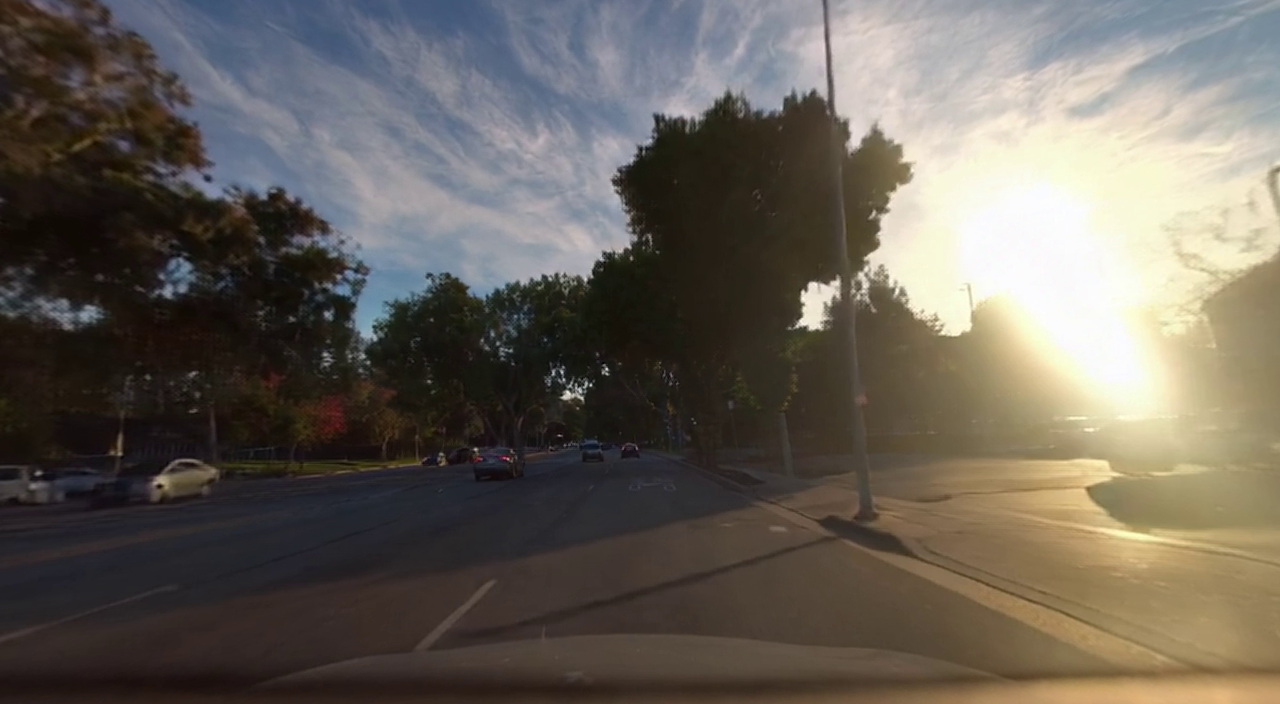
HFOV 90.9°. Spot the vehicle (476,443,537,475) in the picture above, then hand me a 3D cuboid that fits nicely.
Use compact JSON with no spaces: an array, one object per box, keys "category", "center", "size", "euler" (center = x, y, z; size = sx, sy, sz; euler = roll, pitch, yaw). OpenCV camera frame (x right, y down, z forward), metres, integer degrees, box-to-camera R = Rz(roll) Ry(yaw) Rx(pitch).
[{"category":"vehicle","center":[-6.439,5.209,30.895],"size":[2.072,1.427,4.328],"euler":[0,-8,0]}]

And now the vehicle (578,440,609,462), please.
[{"category":"vehicle","center":[-3.604,7.795,49.551],"size":[2.100,1.661,3.837],"euler":[0,-8,0]}]

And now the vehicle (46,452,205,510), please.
[{"category":"vehicle","center":[-17.907,4.449,22.264],"size":[1.902,1.747,4.380],"euler":[0,-8,0]}]

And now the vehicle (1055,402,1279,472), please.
[{"category":"vehicle","center":[12.744,2.072,15.176],"size":[4.148,1.507,1.840],"euler":[-3,-9,18]}]
